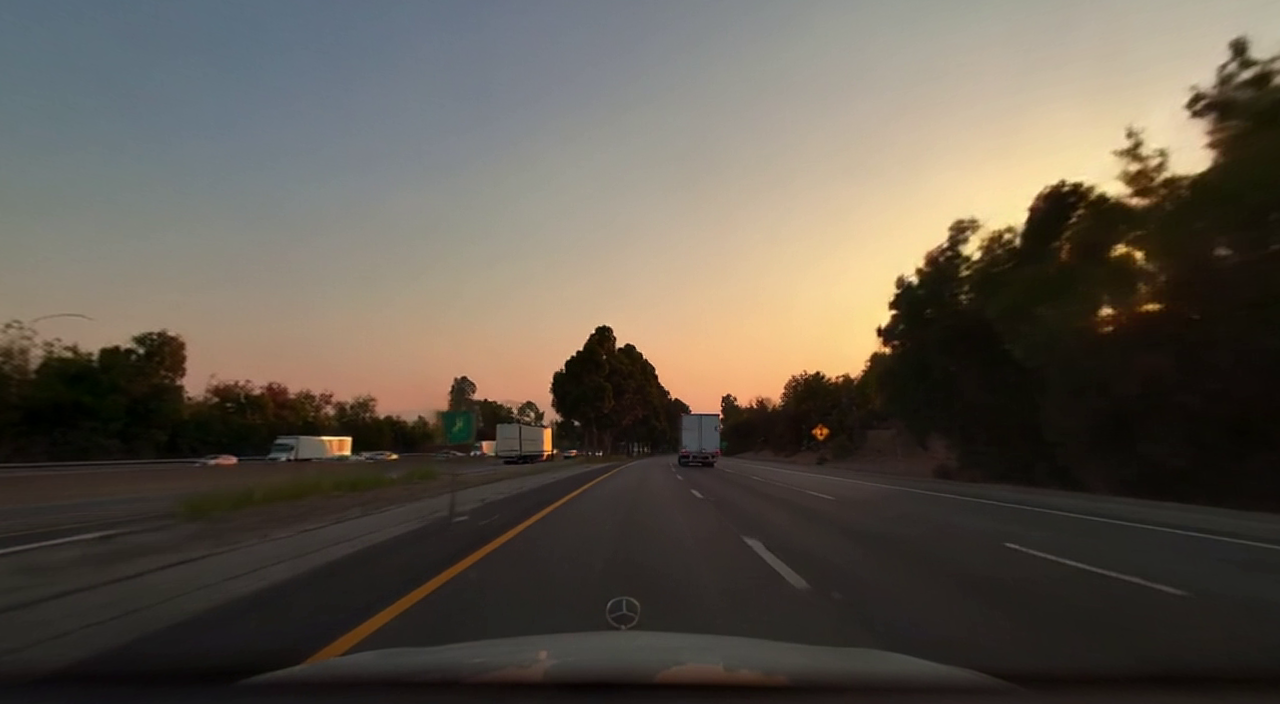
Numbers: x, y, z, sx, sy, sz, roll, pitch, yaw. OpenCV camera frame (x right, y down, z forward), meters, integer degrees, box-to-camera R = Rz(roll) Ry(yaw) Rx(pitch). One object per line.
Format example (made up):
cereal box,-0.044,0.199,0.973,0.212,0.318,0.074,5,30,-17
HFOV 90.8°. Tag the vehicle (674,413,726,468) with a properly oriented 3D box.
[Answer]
vehicle,4.371,7.015,49.335,2.928,3.595,13.975,0,-9,1

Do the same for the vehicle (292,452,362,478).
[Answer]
vehicle,-18.649,6.750,37.770,1.833,1.438,4.011,-1,-9,5
